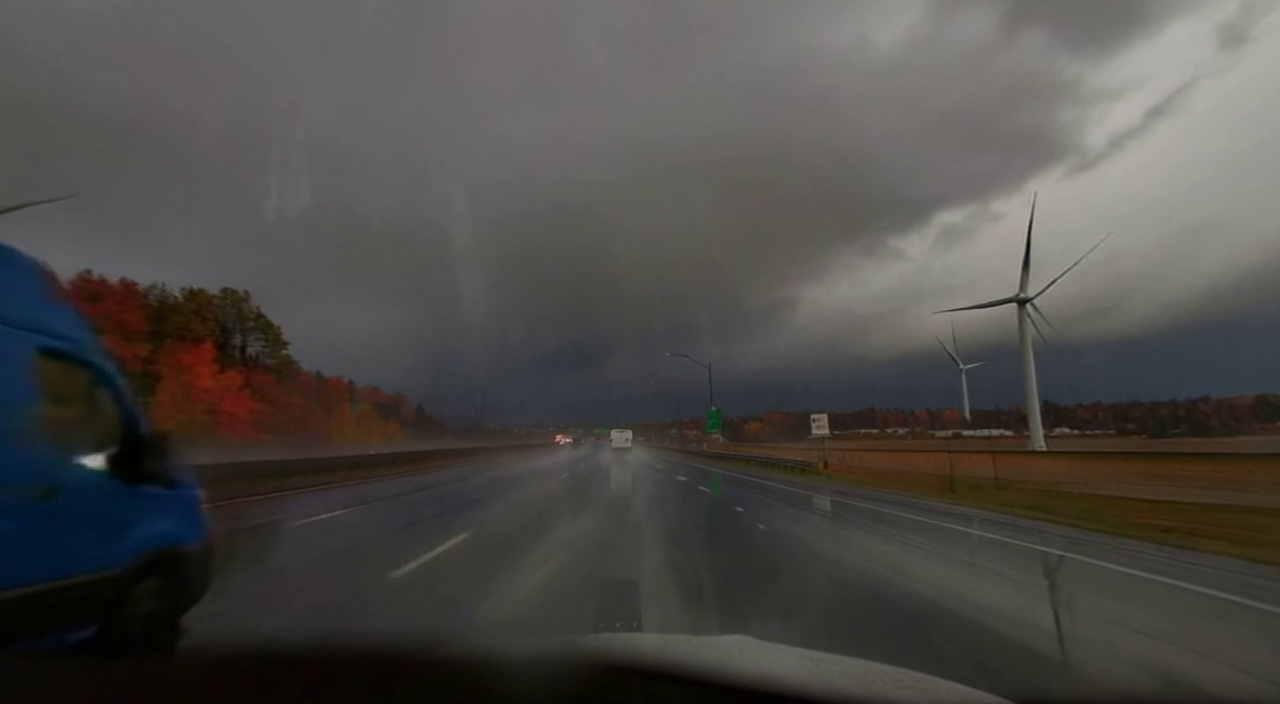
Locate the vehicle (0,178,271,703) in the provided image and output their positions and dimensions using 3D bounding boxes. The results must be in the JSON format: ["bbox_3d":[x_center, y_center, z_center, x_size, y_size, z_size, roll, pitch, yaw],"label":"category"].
[{"bbox_3d":[-3.713,0.365,1.705,2.303,2.323,5.089,0,-8,0],"label":"vehicle"}]
